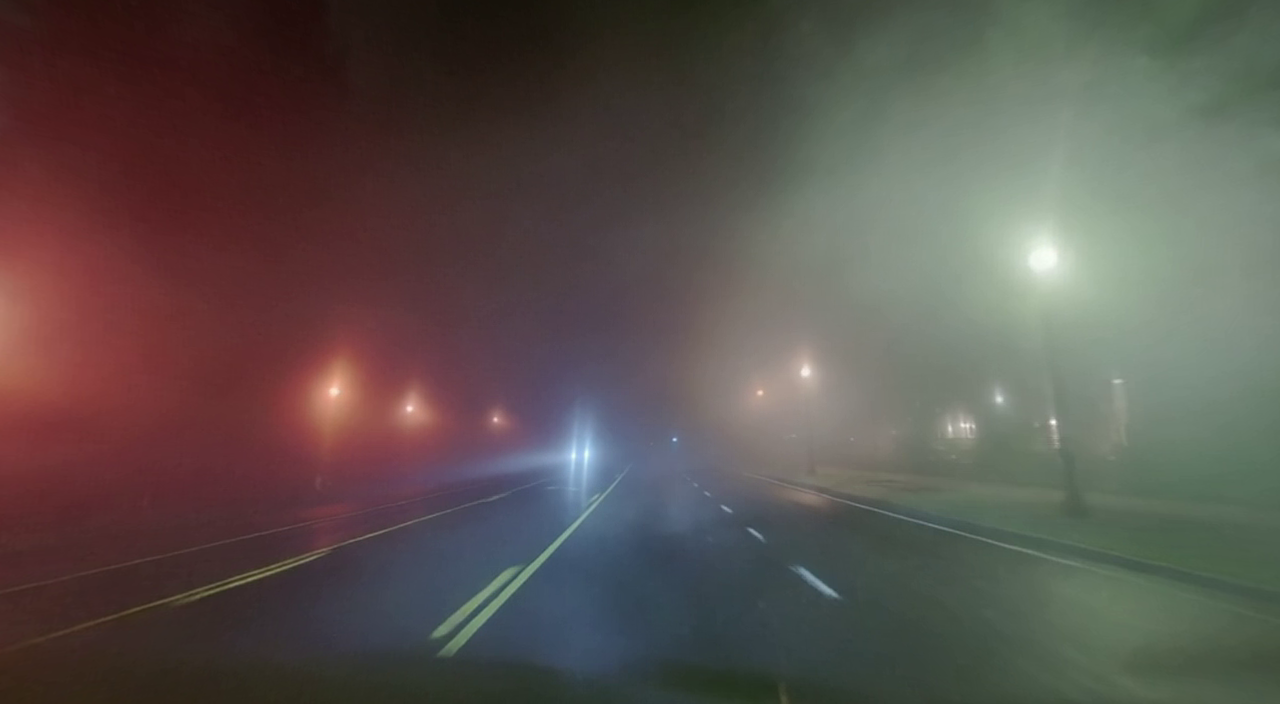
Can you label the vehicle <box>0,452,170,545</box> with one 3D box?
[{"bbox_3d":[-12.616,3.011,13.199,1.921,1.611,4.713,-3,-8,0],"label":"vehicle"}]
